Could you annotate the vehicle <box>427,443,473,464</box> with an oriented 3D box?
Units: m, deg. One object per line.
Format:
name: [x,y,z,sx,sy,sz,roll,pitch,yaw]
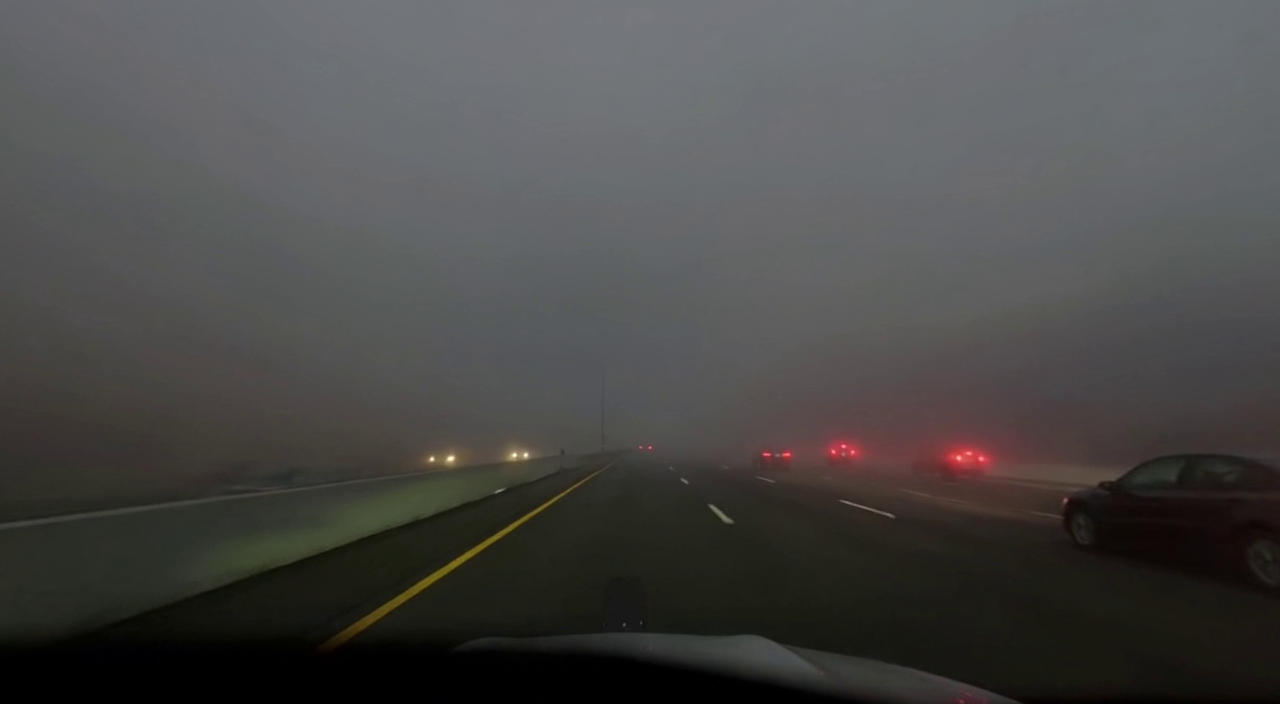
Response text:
vehicle: [-14.713,7.908,49.118,2.080,1.522,4.585,0,-8,0]

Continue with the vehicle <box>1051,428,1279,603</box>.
vehicle: [6.675,1.517,6.105,2.093,1.525,4.865,0,-8,0]
